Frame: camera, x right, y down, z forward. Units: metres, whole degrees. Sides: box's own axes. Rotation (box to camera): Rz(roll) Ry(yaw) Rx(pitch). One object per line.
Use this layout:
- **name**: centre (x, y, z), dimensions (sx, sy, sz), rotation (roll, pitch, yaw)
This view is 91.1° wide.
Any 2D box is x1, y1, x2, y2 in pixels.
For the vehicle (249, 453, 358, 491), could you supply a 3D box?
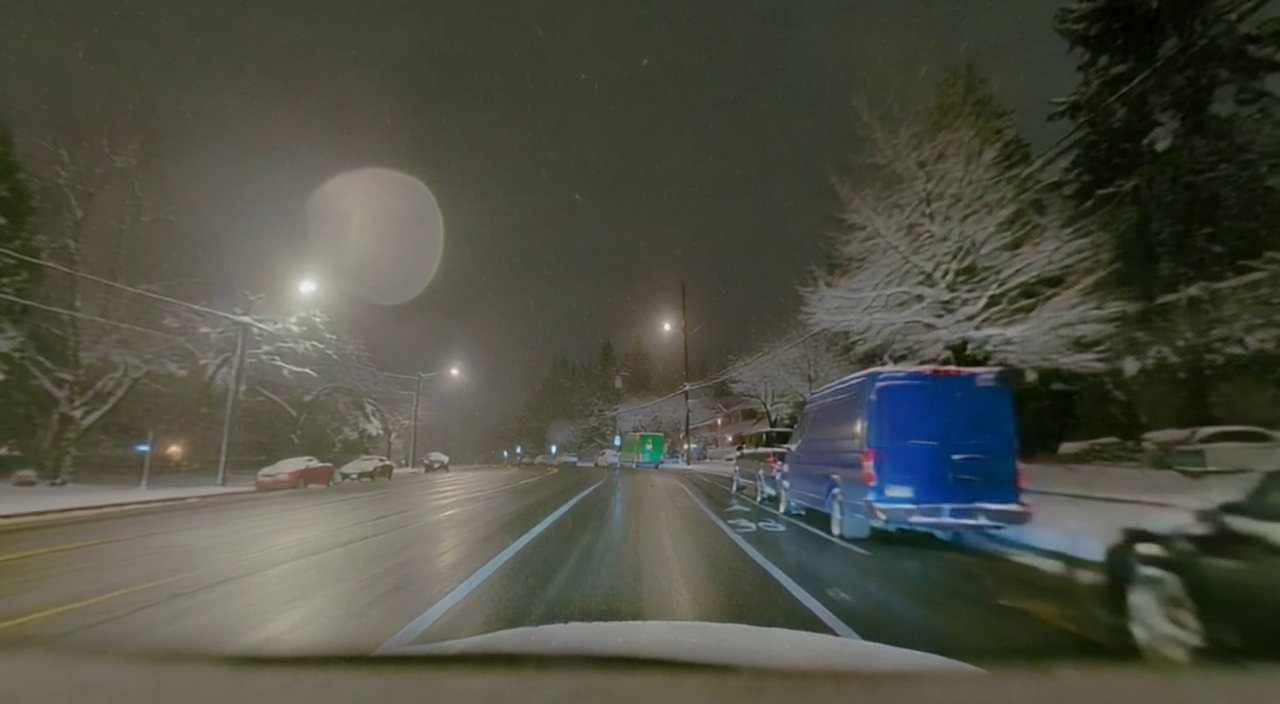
- **vehicle**: centre (-14.864, 5.307, 28.109), dimensions (1.990, 1.487, 4.767), rotation (0, -9, 3)

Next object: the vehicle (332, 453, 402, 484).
- **vehicle**: centre (-14.878, 6.325, 34.505), dimensions (1.934, 1.480, 4.510), rotation (-2, -9, -1)

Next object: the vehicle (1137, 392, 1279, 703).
- **vehicle**: centre (4.055, 0.835, 1.800), dimensions (1.970, 1.640, 4.087), rotation (0, -9, 2)

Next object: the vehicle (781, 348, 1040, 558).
- **vehicle**: centre (4.416, 1.827, 11.684), dimensions (2.229, 2.912, 5.697), rotation (0, -9, 0)
